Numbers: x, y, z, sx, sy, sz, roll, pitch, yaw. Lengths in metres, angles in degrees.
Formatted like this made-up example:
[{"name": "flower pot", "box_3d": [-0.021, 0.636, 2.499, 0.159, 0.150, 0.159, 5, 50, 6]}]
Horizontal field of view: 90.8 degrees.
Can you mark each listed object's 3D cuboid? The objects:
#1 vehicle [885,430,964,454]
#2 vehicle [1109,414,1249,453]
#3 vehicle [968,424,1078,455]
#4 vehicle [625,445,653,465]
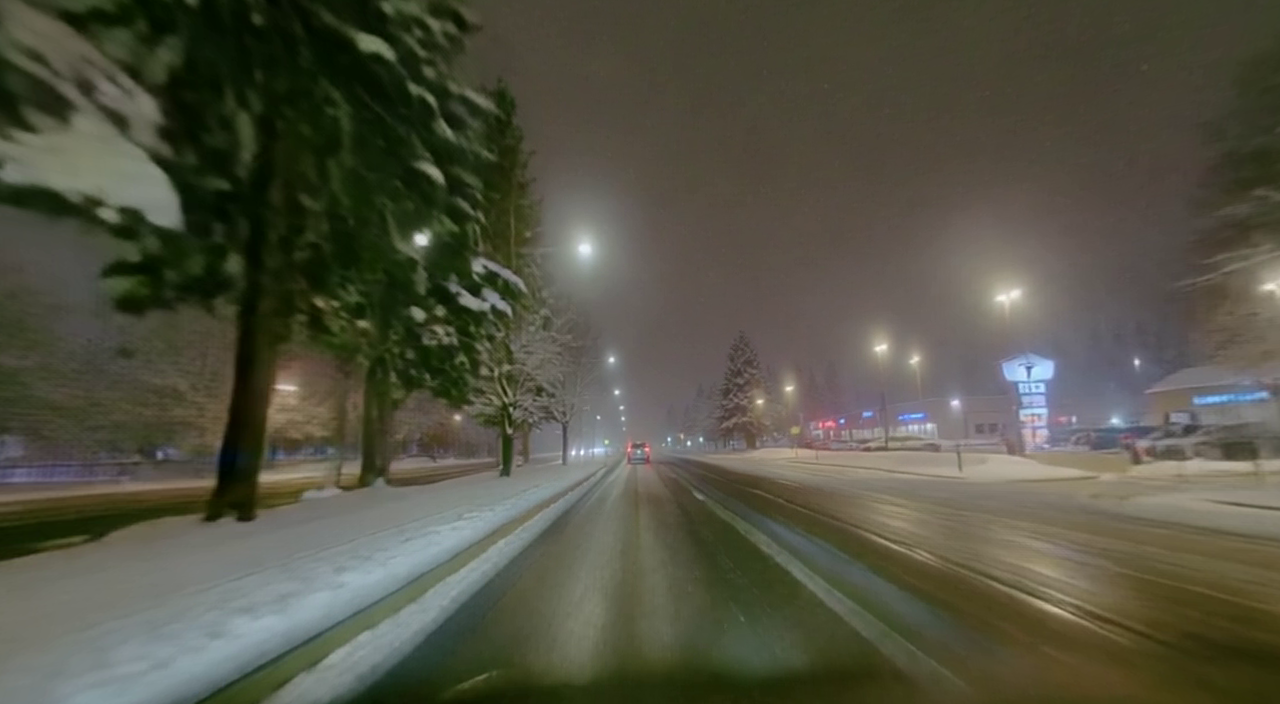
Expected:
[{"name": "vehicle", "box_3d": [20.245, 6.436, 45.160, 4.586, 1.668, 2.113, -1, -9, 5]}, {"name": "vehicle", "box_3d": [25.617, 3.966, 30.370, 1.921, 1.678, 5.257, 0, -8, -2]}, {"name": "vehicle", "box_3d": [20.940, 4.813, 34.677, 4.682, 1.630, 1.972, -1, -8, 2]}, {"name": "vehicle", "box_3d": [-0.140, 8.078, 49.855, 2.159, 1.461, 4.142, 0, -8, -1]}]
